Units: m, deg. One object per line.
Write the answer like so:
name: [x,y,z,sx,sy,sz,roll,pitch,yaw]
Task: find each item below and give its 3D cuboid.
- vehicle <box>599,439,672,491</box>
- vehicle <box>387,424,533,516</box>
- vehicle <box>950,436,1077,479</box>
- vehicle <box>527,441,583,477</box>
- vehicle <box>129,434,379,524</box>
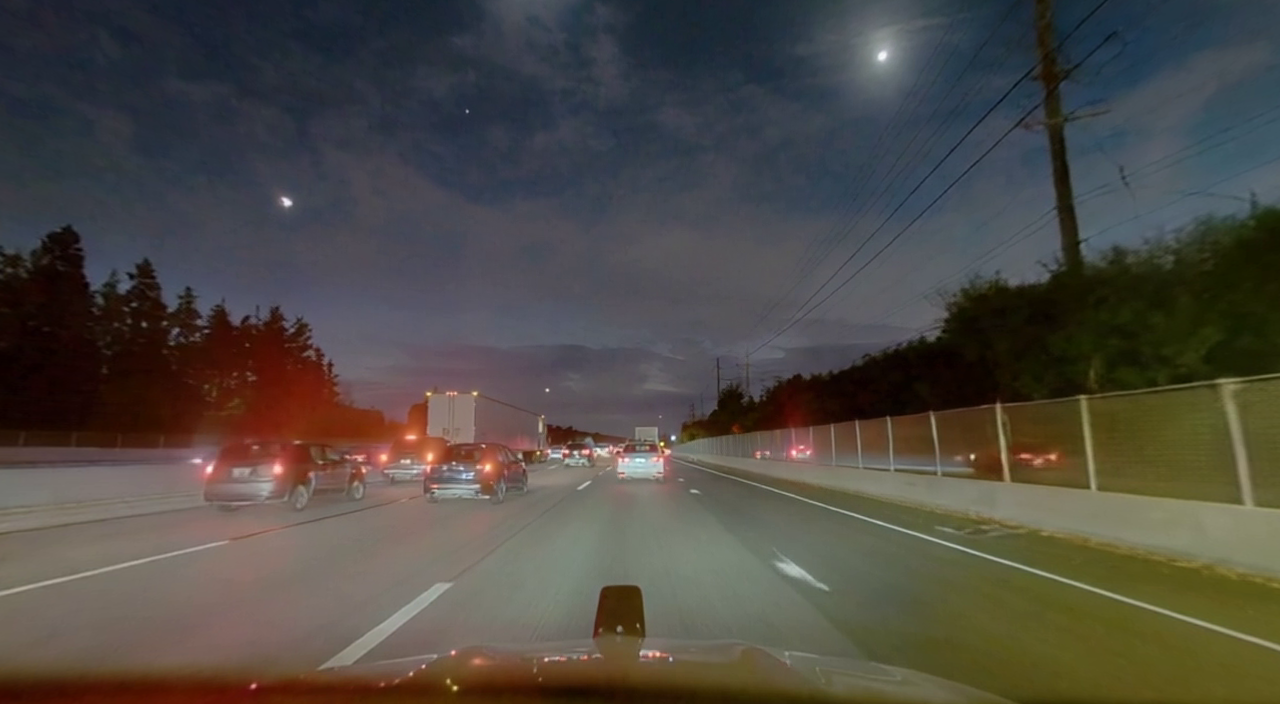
vehicle: [-0.156,3.518,19.997,2.089,1.477,3.818,0,-8,-1]
vehicle: [-3.761,2.543,14.119,1.923,1.716,4.289,0,-8,1]
vehicle: [14.267,4.043,24.523,1.949,1.472,4.795,0,-8,0]
vehicle: [-3.730,4.756,28.392,1.870,1.485,4.304,0,-8,1]
vehicle: [-7.620,2.528,13.260,2.165,1.511,4.810,0,-8,1]
